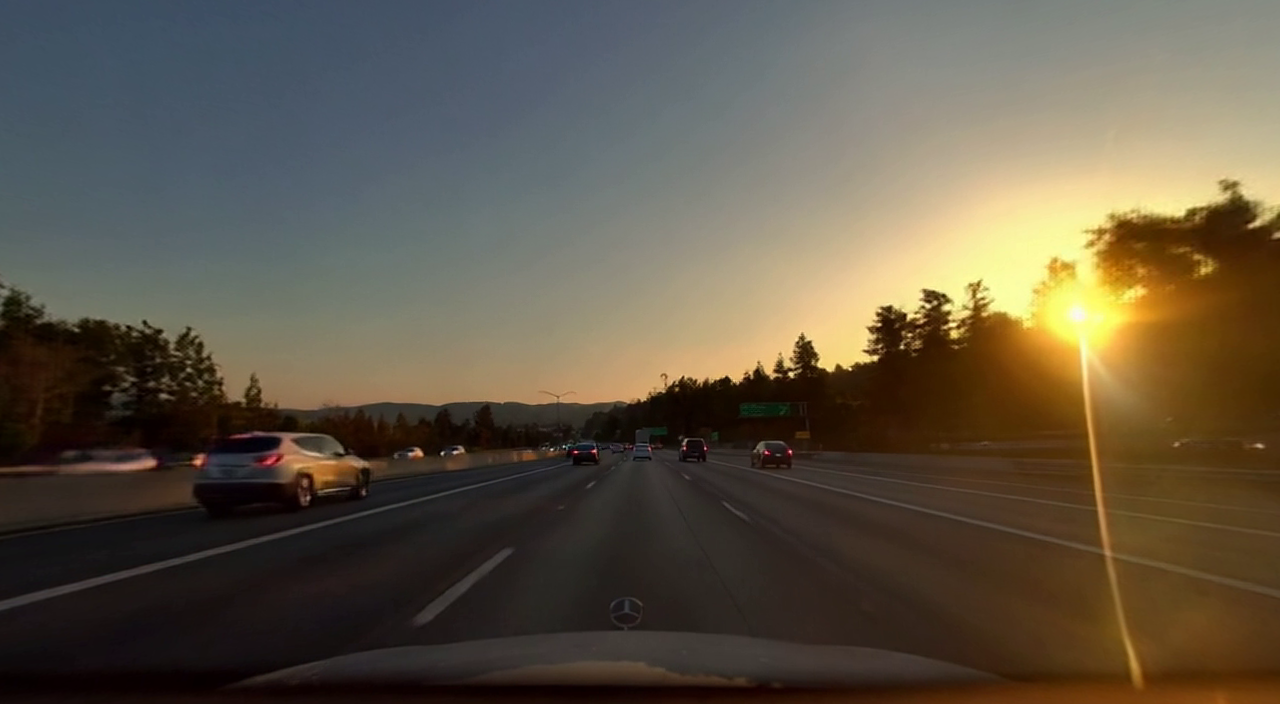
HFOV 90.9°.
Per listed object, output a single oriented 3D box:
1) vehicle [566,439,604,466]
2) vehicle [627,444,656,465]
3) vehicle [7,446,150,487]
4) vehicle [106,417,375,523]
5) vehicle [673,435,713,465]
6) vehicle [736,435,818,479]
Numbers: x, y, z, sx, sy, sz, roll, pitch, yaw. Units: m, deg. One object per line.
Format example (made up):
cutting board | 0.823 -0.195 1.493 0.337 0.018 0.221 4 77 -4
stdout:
vehicle | -3.790 6.999 44.044 2.118 1.750 4.875 0 -8 1
vehicle | 0.106 7.553 46.797 2.050 1.452 3.917 0 -8 0
vehicle | -22.617 4.589 25.662 1.926 1.487 4.171 -1 -8 1
vehicle | -7.906 2.395 13.391 2.199 1.781 5.271 0 -8 1
vehicle | 3.680 6.916 44.690 2.348 1.991 5.460 0 -8 0
vehicle | 5.598 4.360 26.428 2.196 1.659 4.451 0 -8 -3
